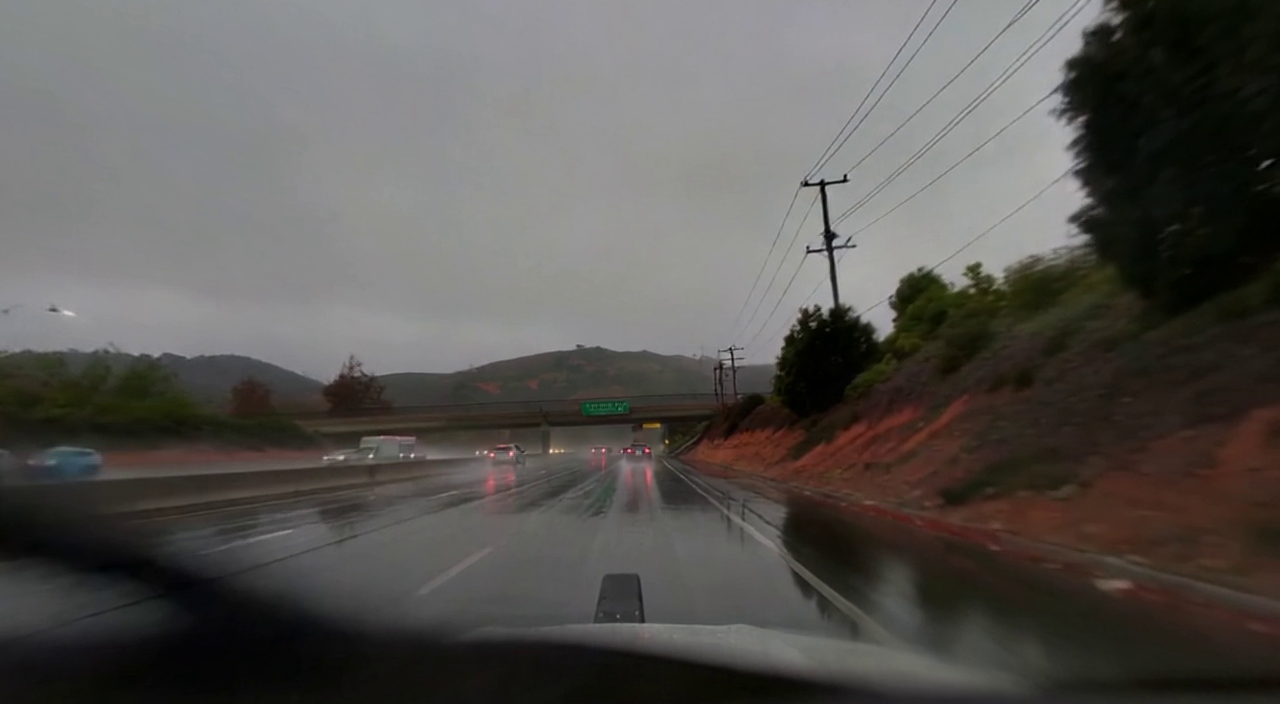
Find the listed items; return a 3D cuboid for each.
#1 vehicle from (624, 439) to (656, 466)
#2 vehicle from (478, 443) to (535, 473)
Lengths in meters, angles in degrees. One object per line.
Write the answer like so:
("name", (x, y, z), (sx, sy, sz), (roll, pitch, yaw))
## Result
("vehicle", (0.000, 6.901, 43.363), (2.063, 1.715, 4.299), (-1, -9, 0))
("vehicle", (-7.187, 5.758, 34.515), (2.077, 1.511, 4.323), (-1, -9, 1))
